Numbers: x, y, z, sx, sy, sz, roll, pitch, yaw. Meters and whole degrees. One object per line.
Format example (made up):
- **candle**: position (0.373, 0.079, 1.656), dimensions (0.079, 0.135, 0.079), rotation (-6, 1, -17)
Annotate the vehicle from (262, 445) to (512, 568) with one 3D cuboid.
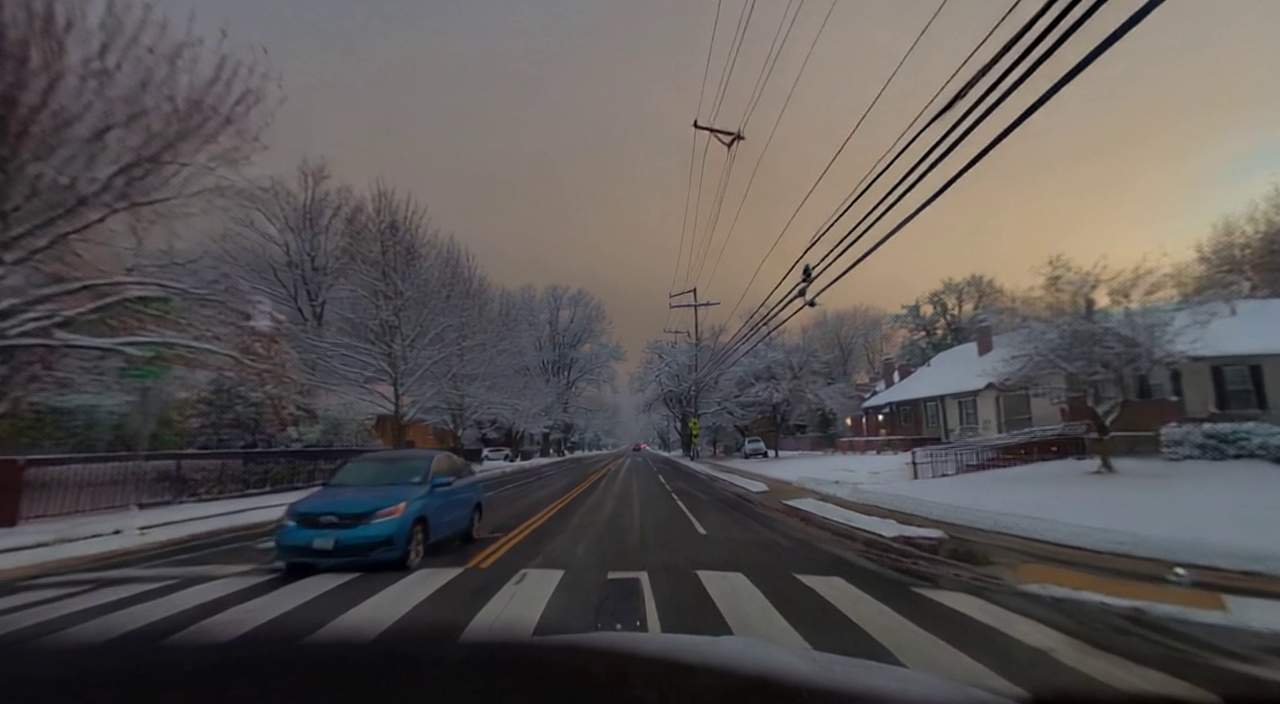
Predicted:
- **vehicle**: position (-3.466, 2.163, 9.680), dimensions (2.102, 1.463, 4.024), rotation (0, -8, 1)
